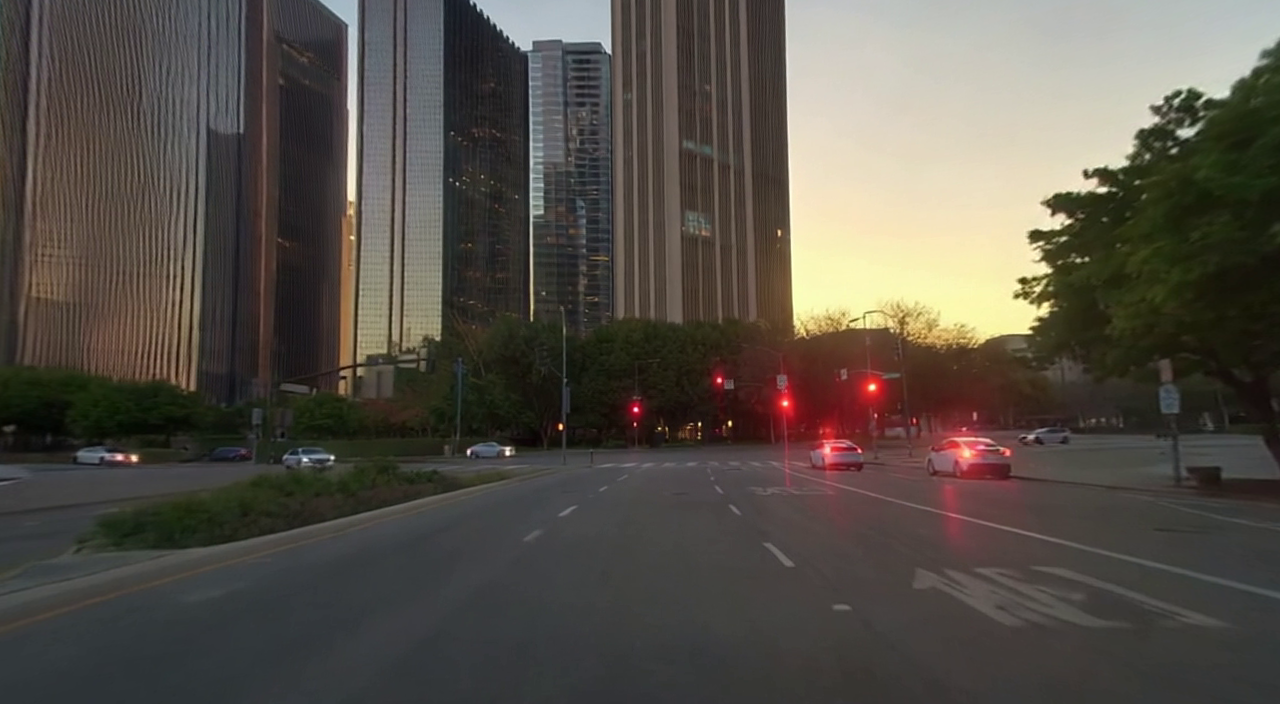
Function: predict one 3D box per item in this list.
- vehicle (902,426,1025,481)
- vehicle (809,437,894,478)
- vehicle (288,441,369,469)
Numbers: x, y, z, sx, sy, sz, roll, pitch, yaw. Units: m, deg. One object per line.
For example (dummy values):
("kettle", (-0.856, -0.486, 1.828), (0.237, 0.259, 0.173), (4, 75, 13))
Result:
("vehicle", (11.810, 3.745, 23.534), (2.027, 1.810, 4.854), (0, -9, 1))
("vehicle", (8.359, 4.217, 25.522), (1.936, 1.489, 4.885), (-1, -8, 3))
("vehicle", (-22.033, 7.262, 44.746), (4.779, 1.910, 2.125), (-2, -9, 12))
